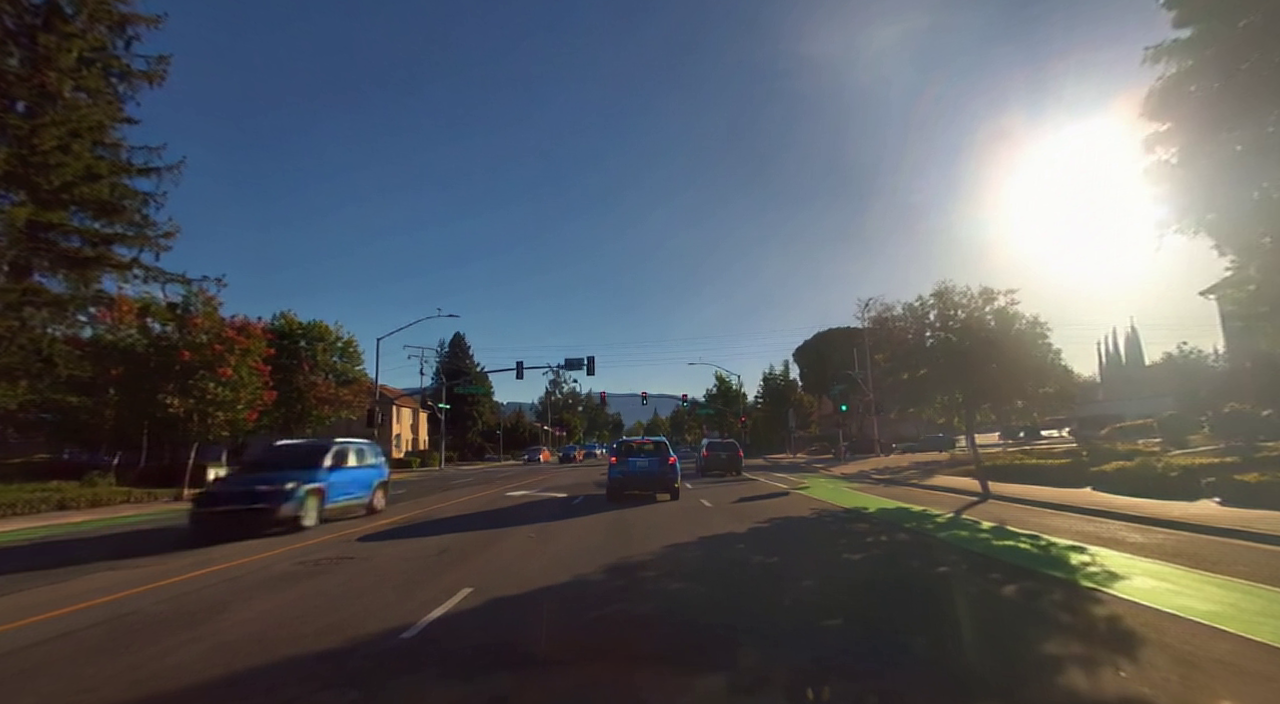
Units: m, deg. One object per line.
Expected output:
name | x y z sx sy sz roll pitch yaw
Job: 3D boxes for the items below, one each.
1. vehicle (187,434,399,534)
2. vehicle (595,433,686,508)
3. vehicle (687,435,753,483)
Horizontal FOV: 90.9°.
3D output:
vehicle | -6.935 2.648 13.280 2.005 1.729 4.293 0 -8 0
vehicle | 0.017 3.068 16.716 2.109 1.730 3.963 0 -8 0
vehicle | 3.266 4.498 26.756 2.189 1.815 4.495 0 -8 0
